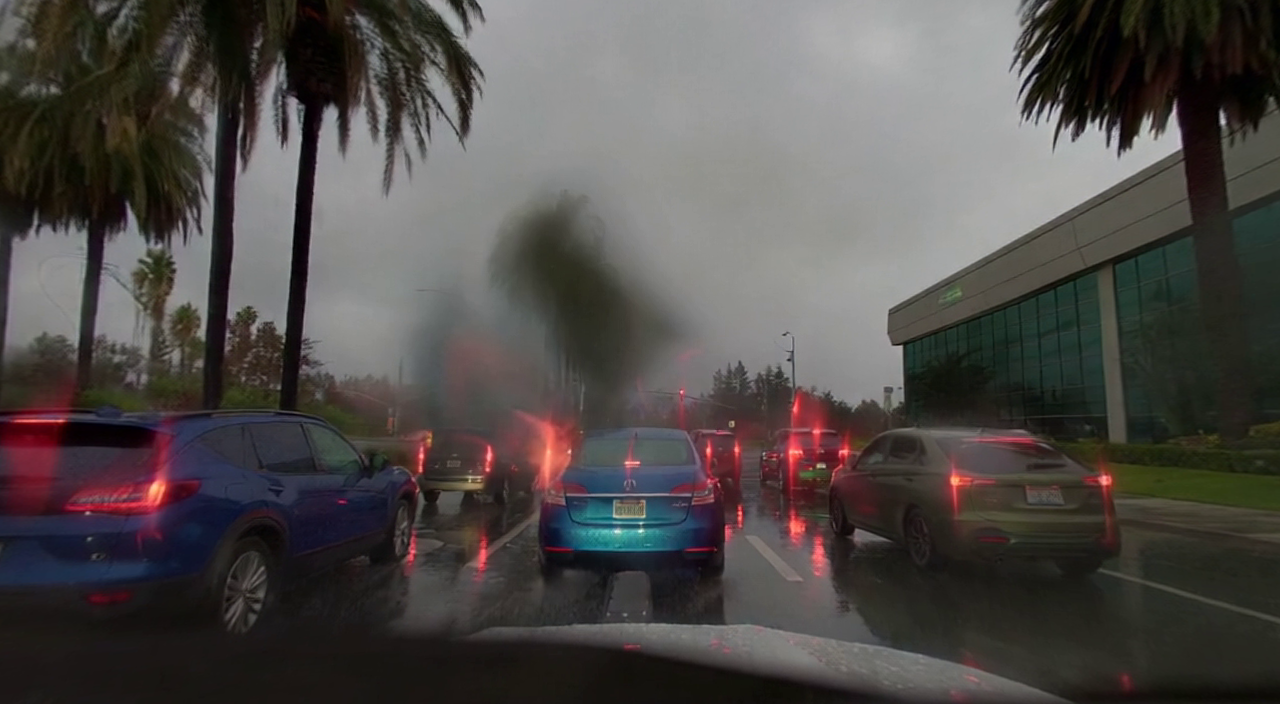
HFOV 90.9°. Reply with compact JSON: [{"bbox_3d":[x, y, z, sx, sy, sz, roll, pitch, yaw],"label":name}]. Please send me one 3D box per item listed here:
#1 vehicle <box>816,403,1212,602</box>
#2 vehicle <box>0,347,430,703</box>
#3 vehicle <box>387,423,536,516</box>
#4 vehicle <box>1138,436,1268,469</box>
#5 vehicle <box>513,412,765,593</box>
[{"bbox_3d":[3.835,1.617,7.685,2.064,1.696,4.431,0,-8,0],"label":"vehicle"},{"bbox_3d":[-3.537,1.173,5.362,2.014,1.775,4.404,0,-8,-1],"label":"vehicle"},{"bbox_3d":[-3.469,2.357,13.074,1.917,1.631,3.768,0,-8,1],"label":"vehicle"},{"bbox_3d":[25.470,4.543,28.652,4.014,1.417,1.777,-1,-8,5],"label":"vehicle"},{"bbox_3d":[-0.053,1.653,7.811,2.219,1.586,4.321,0,-8,-1],"label":"vehicle"}]
